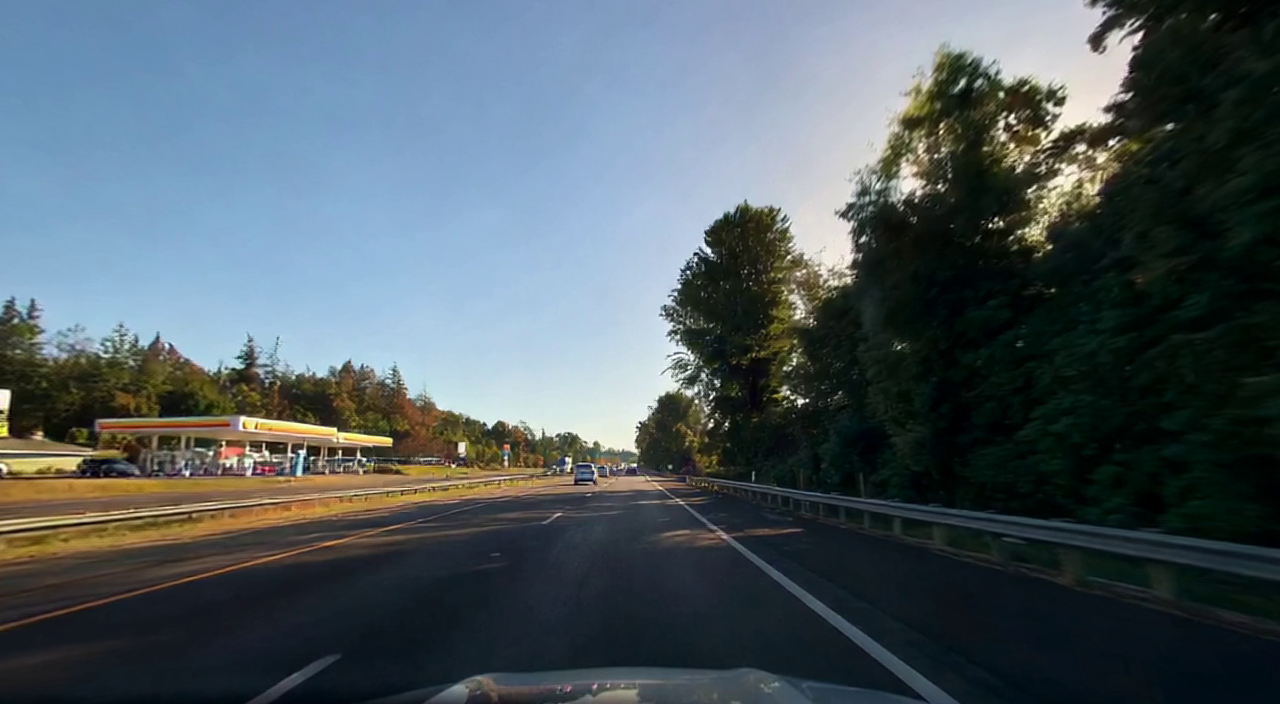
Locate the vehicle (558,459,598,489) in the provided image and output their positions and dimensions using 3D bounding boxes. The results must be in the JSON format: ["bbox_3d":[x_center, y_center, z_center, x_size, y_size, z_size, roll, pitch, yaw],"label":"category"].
[{"bbox_3d":[-4.105,8.201,42.491,2.166,1.871,4.536,1,-11,1],"label":"vehicle"}]
